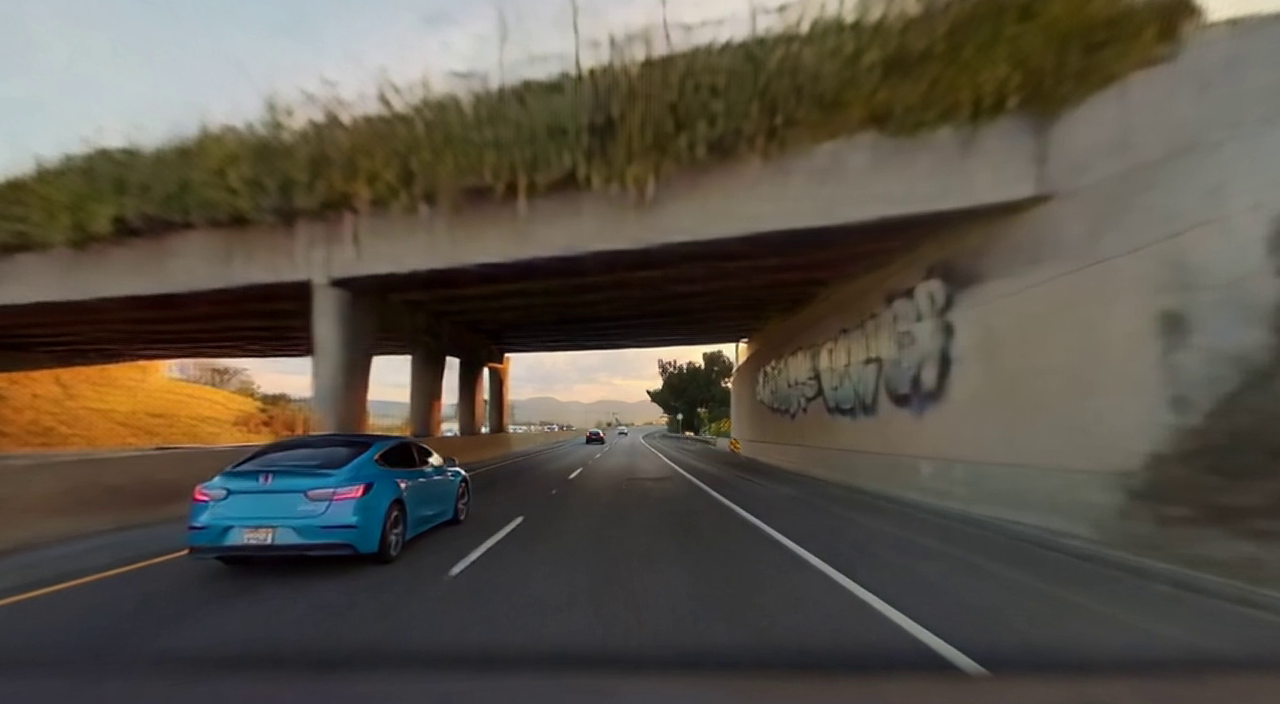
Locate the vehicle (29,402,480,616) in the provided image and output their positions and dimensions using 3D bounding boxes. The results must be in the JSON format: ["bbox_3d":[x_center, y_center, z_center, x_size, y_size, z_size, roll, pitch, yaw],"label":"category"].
[{"bbox_3d":[-3.405,1.449,6.953,2.108,1.555,4.574,0,-7,-1],"label":"vehicle"}]
